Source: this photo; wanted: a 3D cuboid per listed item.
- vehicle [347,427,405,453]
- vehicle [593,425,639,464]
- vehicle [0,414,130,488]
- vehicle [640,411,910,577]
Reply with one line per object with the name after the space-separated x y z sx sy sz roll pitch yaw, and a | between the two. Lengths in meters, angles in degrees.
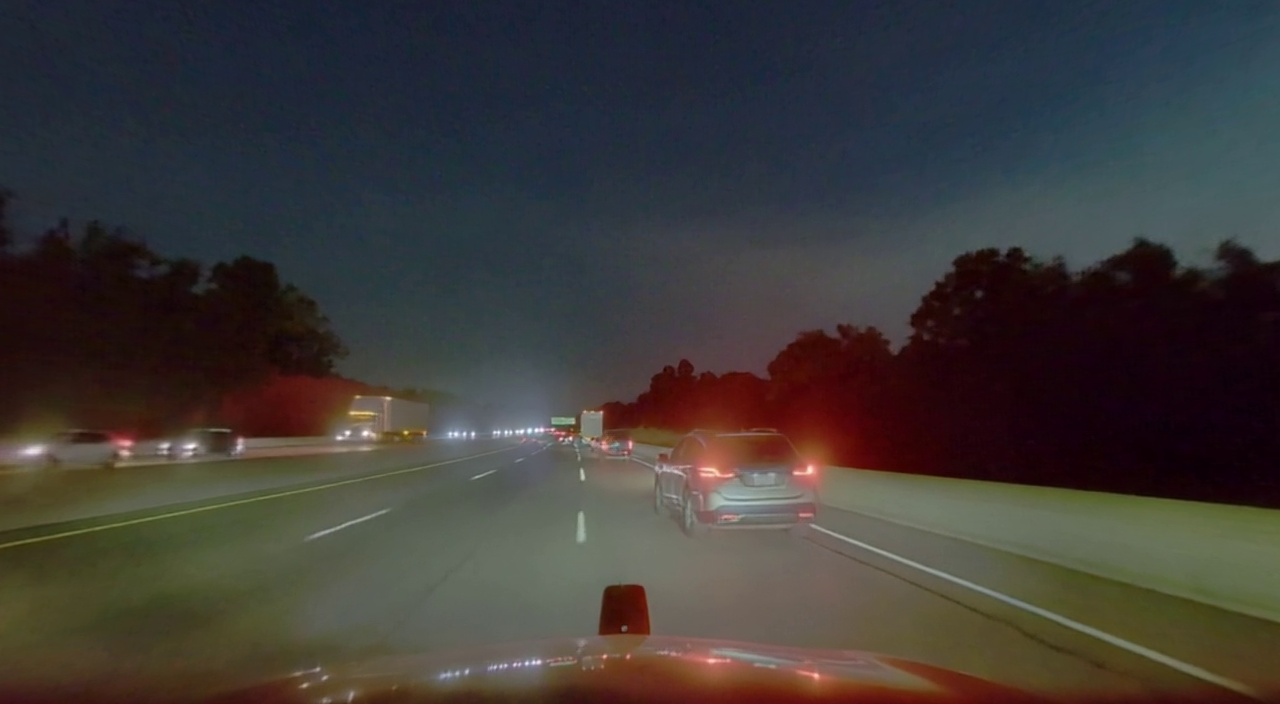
-16.180 5.451 38.793 1.921 1.507 4.664 0 -8 -6 | vehicle
-1.441 5.161 35.209 2.207 1.937 5.610 1 -8 -6 | vehicle
-13.431 2.142 13.736 1.853 1.406 3.495 1 -8 -6 | vehicle
1.266 1.619 8.077 2.127 1.497 4.445 1 -8 -5 | vehicle
